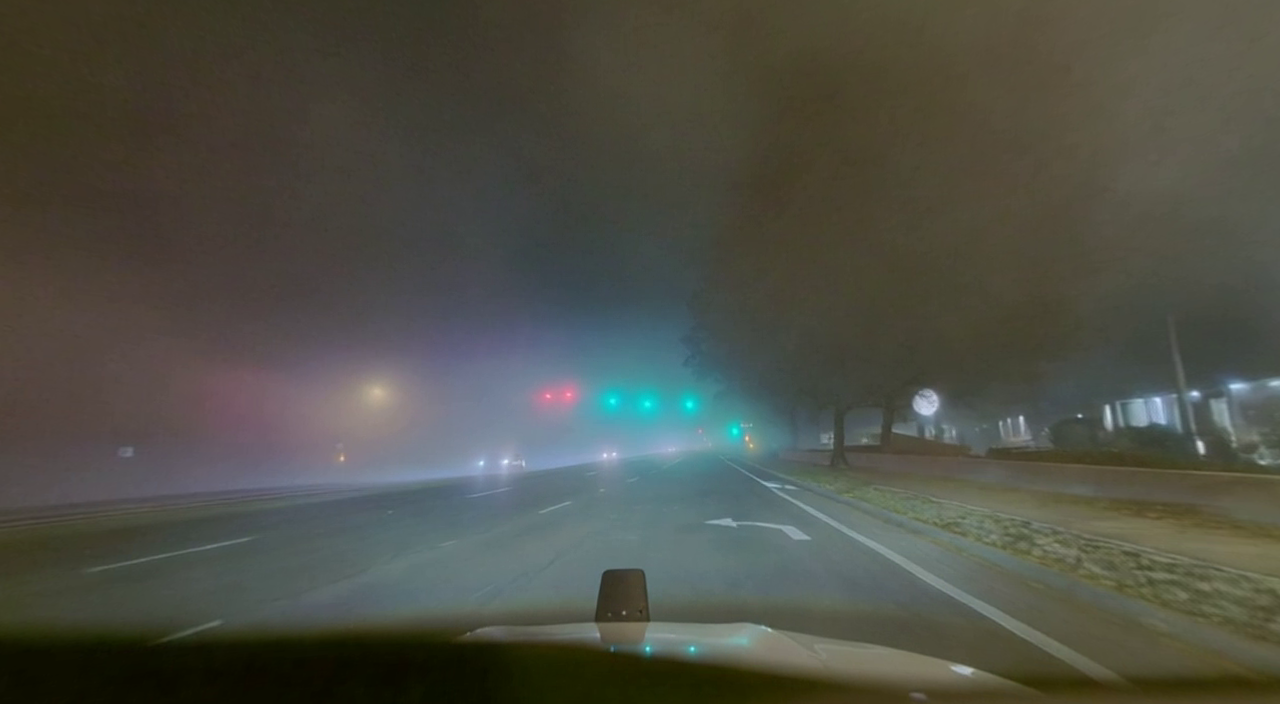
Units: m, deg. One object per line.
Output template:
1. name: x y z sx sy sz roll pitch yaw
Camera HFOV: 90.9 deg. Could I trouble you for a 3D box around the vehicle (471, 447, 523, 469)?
1. vehicle: -10.002 7.453 44.459 2.240 1.452 4.518 -1 -8 6
